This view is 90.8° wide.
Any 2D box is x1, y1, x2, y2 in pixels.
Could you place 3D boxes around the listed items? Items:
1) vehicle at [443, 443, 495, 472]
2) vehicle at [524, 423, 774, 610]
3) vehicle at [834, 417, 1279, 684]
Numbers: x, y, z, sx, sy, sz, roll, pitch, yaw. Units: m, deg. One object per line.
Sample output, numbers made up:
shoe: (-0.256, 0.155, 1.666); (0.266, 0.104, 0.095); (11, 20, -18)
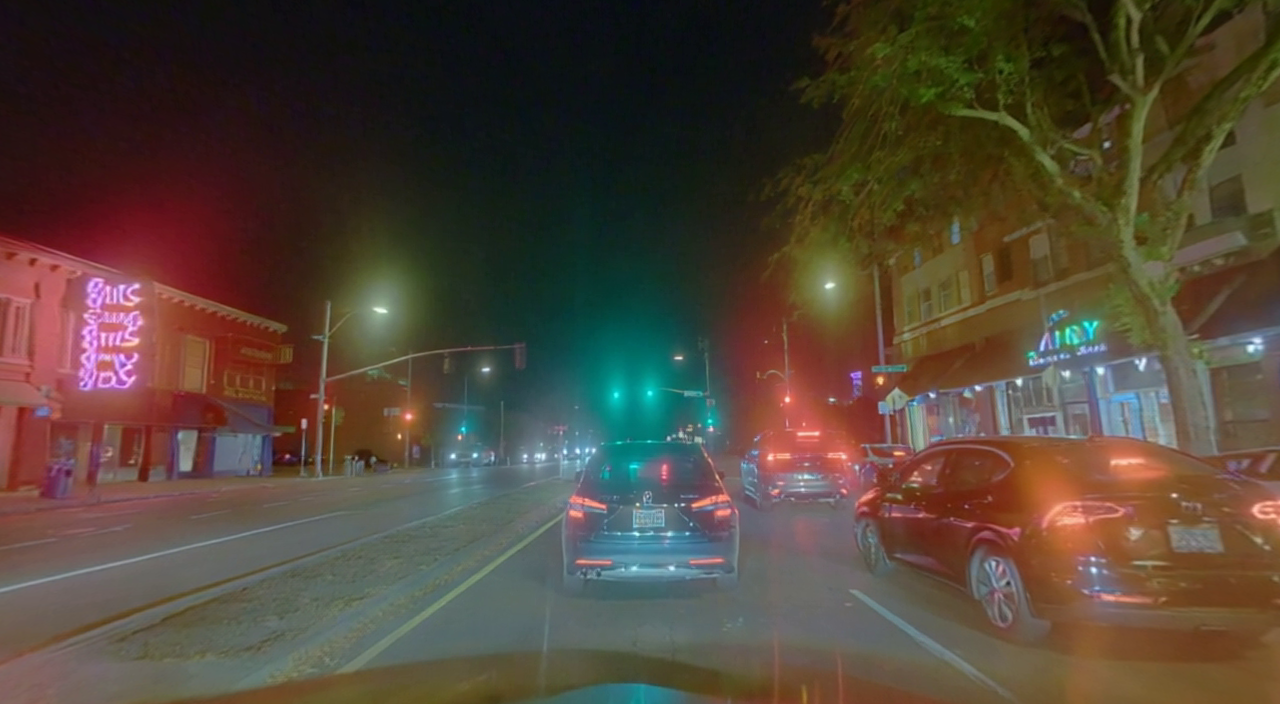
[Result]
vehicle: (-11.159, 6.882, 41.547); (2.042, 1.749, 4.629); (-1, -9, 1)
vehicle: (0.054, 1.596, 6.930); (2.006, 1.487, 3.535); (0, -9, -1)
vehicle: (3.397, 1.429, 5.698); (1.988, 1.480, 4.195); (0, -9, 1)
